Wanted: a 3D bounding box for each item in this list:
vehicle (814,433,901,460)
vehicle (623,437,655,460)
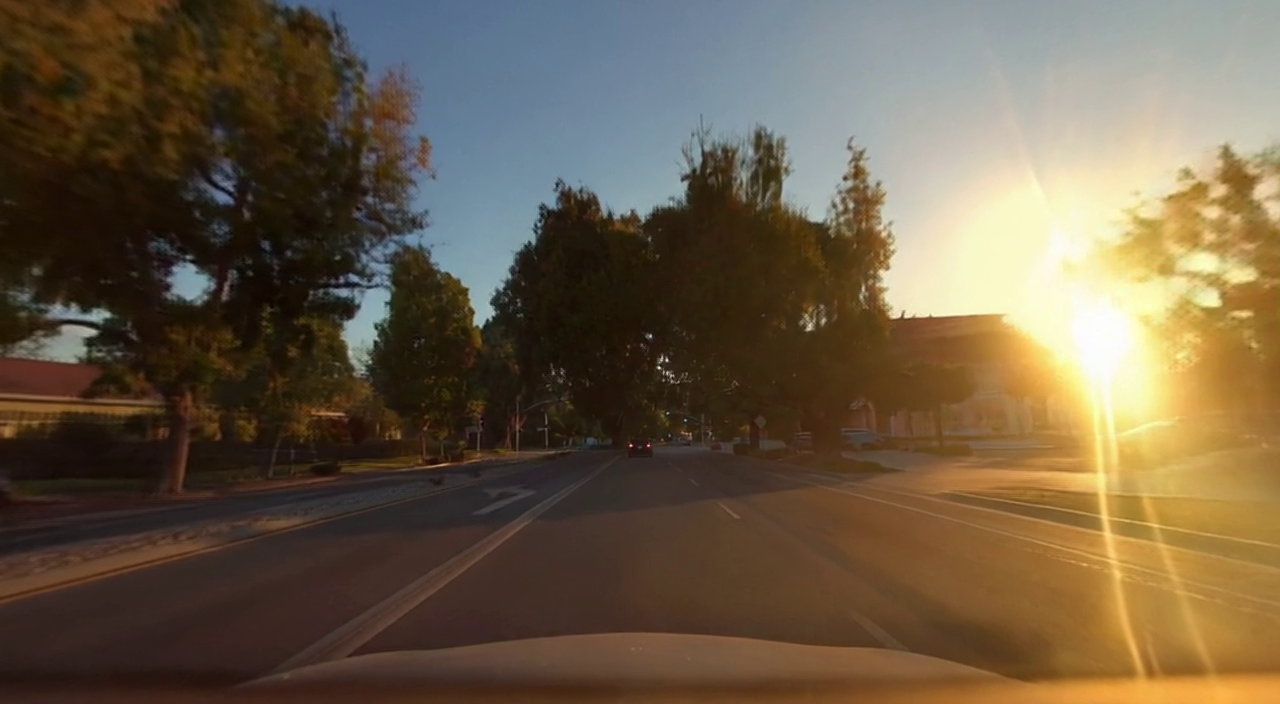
[{"bbox_3d":[14.128,6.117,41.027,5.001,1.554,1.961,-3,-8,31],"label":"vehicle"},{"bbox_3d":[-0.032,7.125,46.695,2.196,1.646,4.109,0,-8,2],"label":"vehicle"}]
